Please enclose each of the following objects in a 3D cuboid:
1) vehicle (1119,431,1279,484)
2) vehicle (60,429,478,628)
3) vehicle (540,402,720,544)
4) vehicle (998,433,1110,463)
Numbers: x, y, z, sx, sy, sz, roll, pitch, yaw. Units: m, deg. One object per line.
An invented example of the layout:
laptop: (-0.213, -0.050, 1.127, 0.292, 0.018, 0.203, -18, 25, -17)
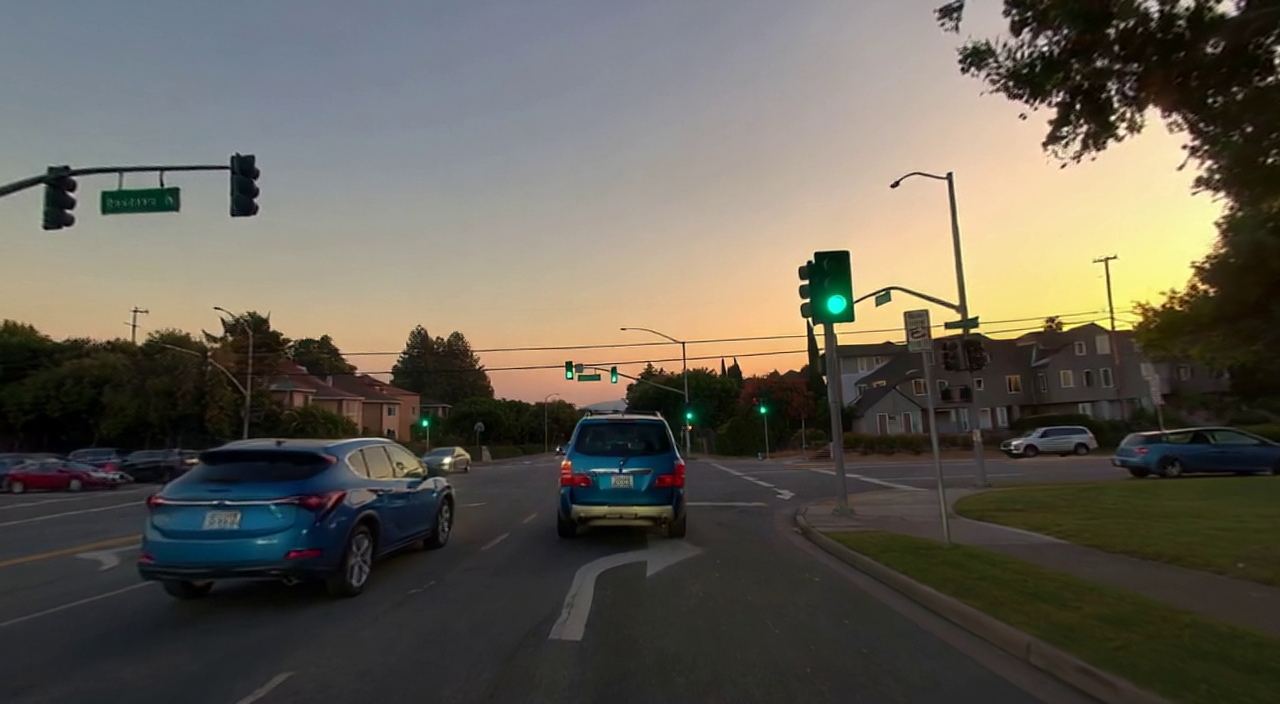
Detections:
vehicle: (17.237, 3.048, 18.433, 4.715, 1.439, 1.874, -2, -9, 14)
vehicle: (-3.330, 1.643, 6.944, 1.934, 1.459, 4.368, 0, -8, 0)
vehicle: (-0.182, 1.957, 10.850, 2.396, 1.881, 4.606, 0, -8, -1)
vehicle: (21.357, 4.983, 32.780, 4.353, 1.431, 1.876, -2, -9, 14)
